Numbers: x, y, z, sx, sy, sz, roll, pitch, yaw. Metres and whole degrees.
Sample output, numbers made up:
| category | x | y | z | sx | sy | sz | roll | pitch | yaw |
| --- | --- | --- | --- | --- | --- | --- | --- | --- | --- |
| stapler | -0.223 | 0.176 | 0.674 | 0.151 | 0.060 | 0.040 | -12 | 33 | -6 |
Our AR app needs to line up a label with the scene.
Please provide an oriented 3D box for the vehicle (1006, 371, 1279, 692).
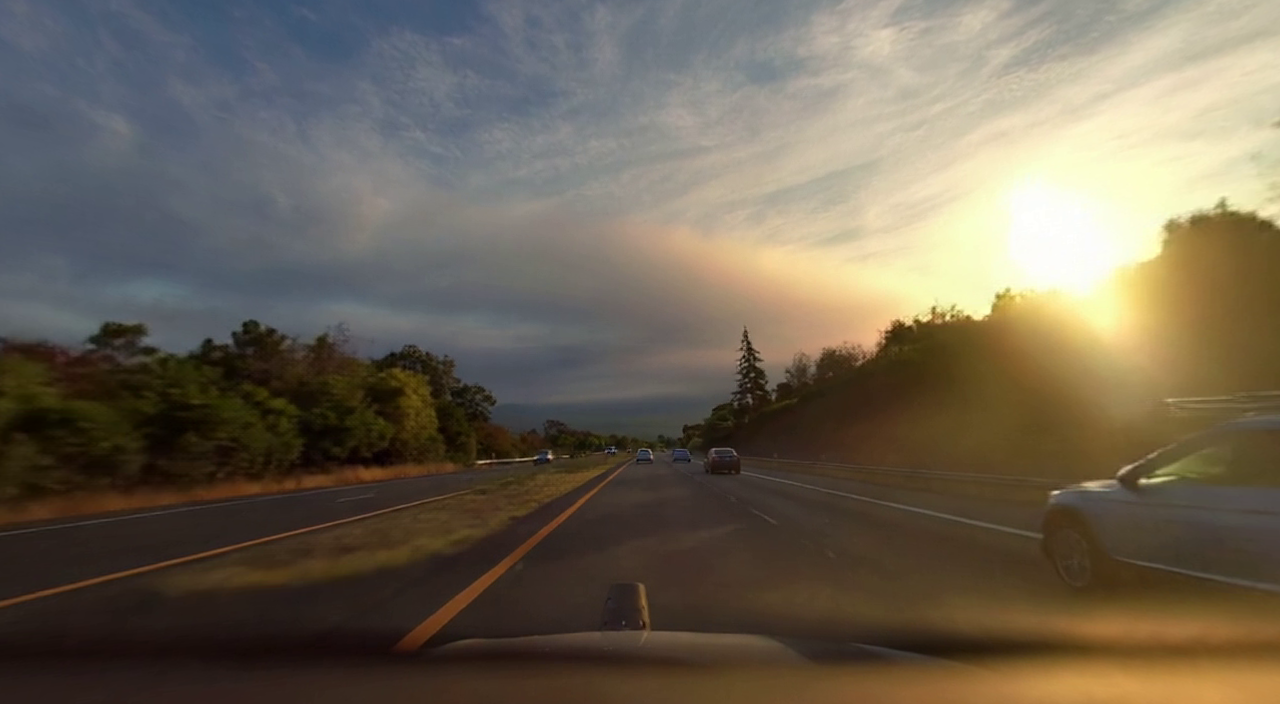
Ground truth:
| category | x | y | z | sx | sy | sz | roll | pitch | yaw |
| --- | --- | --- | --- | --- | --- | --- | --- | --- | --- |
| vehicle | 4.225 | 0.940 | 3.424 | 1.978 | 1.604 | 4.128 | 0 | -9 | 1 |

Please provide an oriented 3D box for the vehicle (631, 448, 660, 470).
| category | x | y | z | sx | sy | sz | roll | pitch | yaw |
| --- | --- | --- | --- | --- | --- | --- | --- | --- | --- |
| vehicle | 0.383 | 7.853 | 46.364 | 1.991 | 1.459 | 3.769 | 0 | -9 | 0 |

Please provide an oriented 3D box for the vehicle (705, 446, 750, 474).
| category | x | y | z | sx | sy | sz | roll | pitch | yaw |
| --- | --- | --- | --- | --- | --- | --- | --- | --- | --- |
| vehicle | 4.938 | 6.159 | 36.131 | 1.964 | 1.513 | 3.707 | 0 | -9 | -1 |
